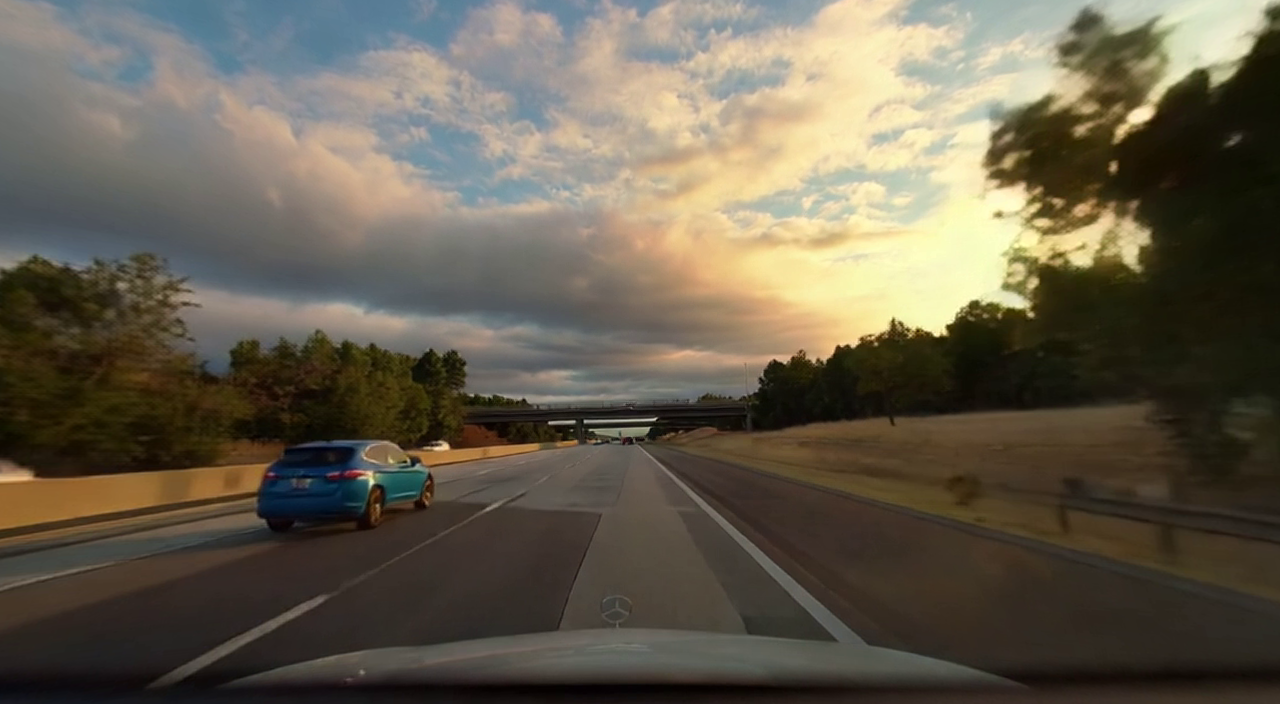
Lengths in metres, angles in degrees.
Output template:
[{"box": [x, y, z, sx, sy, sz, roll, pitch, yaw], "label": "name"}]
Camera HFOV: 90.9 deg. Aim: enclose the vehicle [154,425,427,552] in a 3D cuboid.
[{"box": [-4.838, 1.892, 9.497, 1.965, 1.513, 3.774, 0, -8, -1], "label": "vehicle"}]
